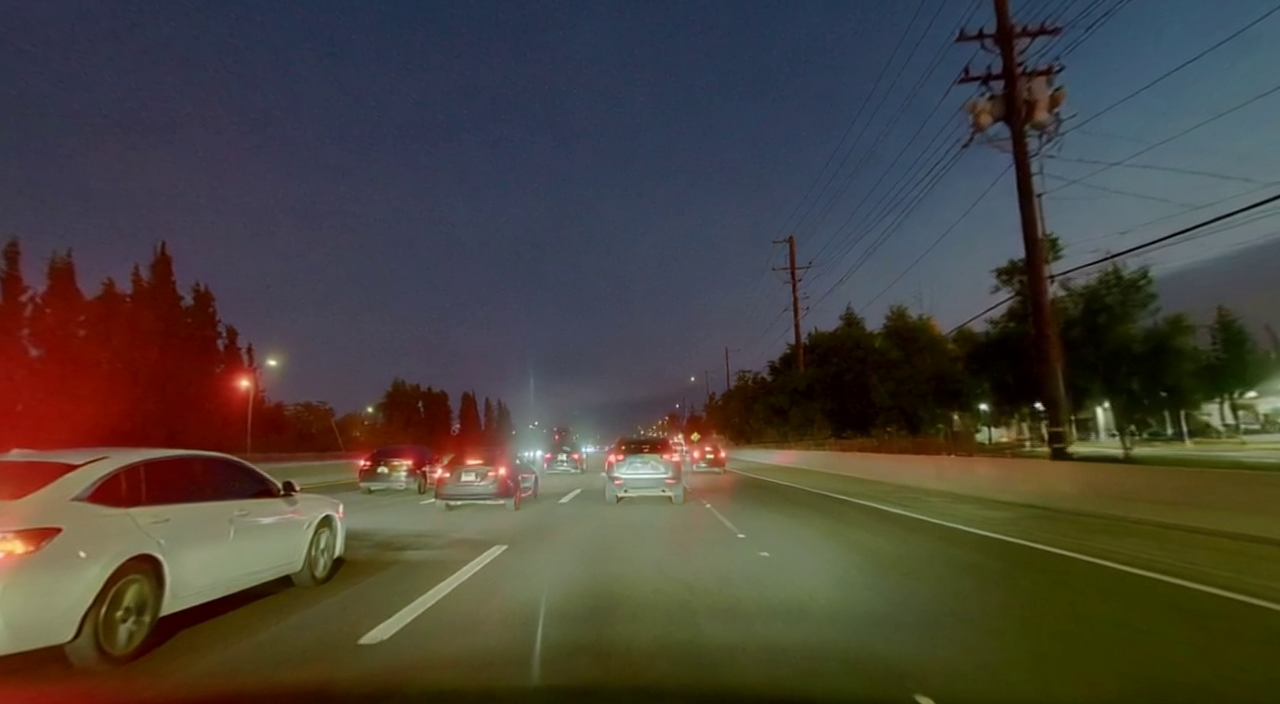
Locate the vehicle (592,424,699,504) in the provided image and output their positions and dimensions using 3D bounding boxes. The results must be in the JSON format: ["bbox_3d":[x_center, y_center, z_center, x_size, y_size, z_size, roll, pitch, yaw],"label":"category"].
[{"bbox_3d":[0.105,2.722,15.697,2.284,1.699,4.168,0,-8,0],"label":"vehicle"}]

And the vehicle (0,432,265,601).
[{"bbox_3d":[-6.543,1.673,7.134,1.958,1.447,4.454,0,-8,-1],"label":"vehicle"}]

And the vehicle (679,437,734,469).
[{"bbox_3d":[3.225,5.038,31.639,2.197,1.464,4.356,0,-8,-1],"label":"vehicle"}]

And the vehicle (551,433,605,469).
[{"bbox_3d":[-3.231,5.287,33.931,2.353,1.773,4.286,0,-8,1],"label":"vehicle"}]

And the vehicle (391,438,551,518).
[{"bbox_3d":[-3.420,2.648,13.893,2.203,1.425,4.610,0,-8,1],"label":"vehicle"}]
